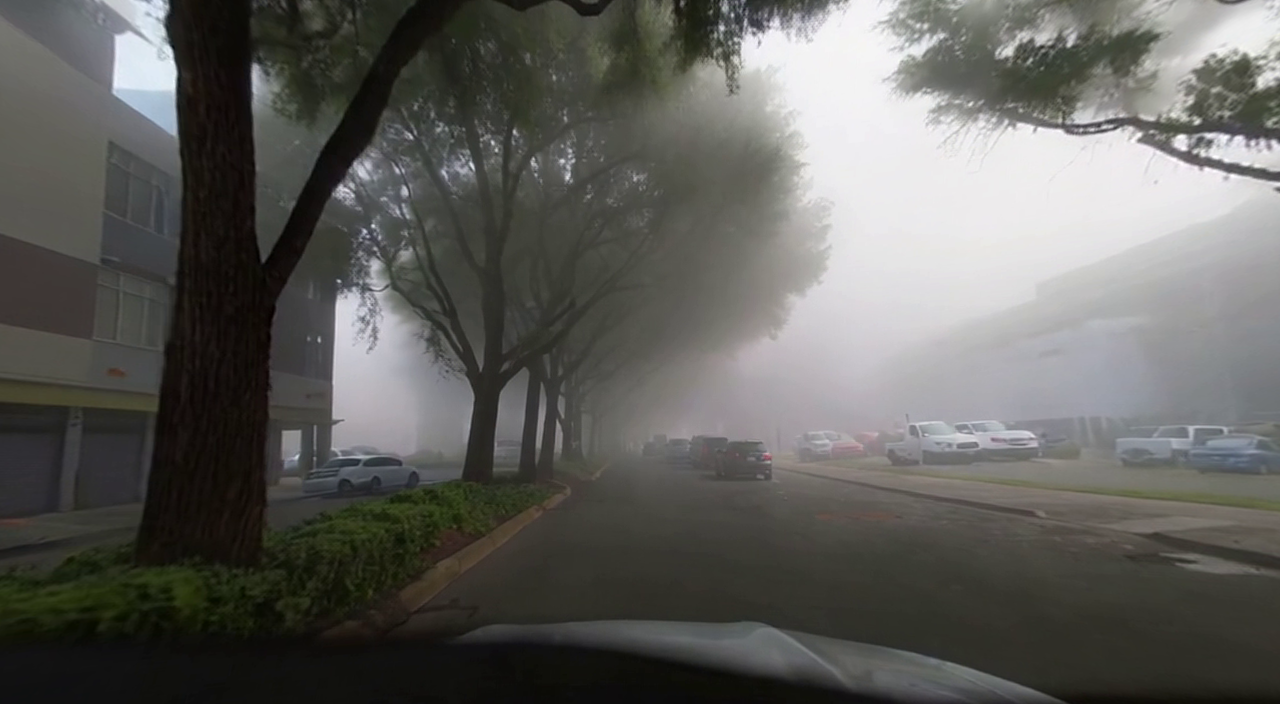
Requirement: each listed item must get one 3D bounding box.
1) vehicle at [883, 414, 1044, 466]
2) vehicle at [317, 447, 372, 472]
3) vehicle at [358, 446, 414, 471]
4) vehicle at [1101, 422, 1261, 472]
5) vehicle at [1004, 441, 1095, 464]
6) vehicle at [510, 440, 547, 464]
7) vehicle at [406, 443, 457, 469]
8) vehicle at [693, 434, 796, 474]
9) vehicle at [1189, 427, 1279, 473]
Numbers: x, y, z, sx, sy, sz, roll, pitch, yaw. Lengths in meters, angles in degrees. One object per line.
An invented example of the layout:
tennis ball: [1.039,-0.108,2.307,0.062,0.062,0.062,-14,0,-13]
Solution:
vehicle: [13.557,3.730,26.748,5.540,2.045,2.259,0,-8,-2]
vehicle: [-20.329,7.377,43.676,1.880,1.617,3.870,0,-8,1]
vehicle: [-17.327,7.255,43.326,1.850,1.531,4.256,0,-8,3]
vehicle: [25.516,4.491,29.941,5.596,2.168,2.307,2,-8,-4]
vehicle: [26.214,6.428,40.505,4.558,1.452,1.790,0,-8,-2]
vehicle: [-7.994,7.232,45.731,1.993,1.640,4.457,0,-8,-1]
vehicle: [-14.472,7.191,44.036,1.888,1.657,4.138,0,-8,4]
vehicle: [4.929,4.761,29.570,4.626,1.723,1.939,5,-10,-33]
vehicle: [26.356,4.114,26.545,4.591,1.808,2.016,0,-9,0]
